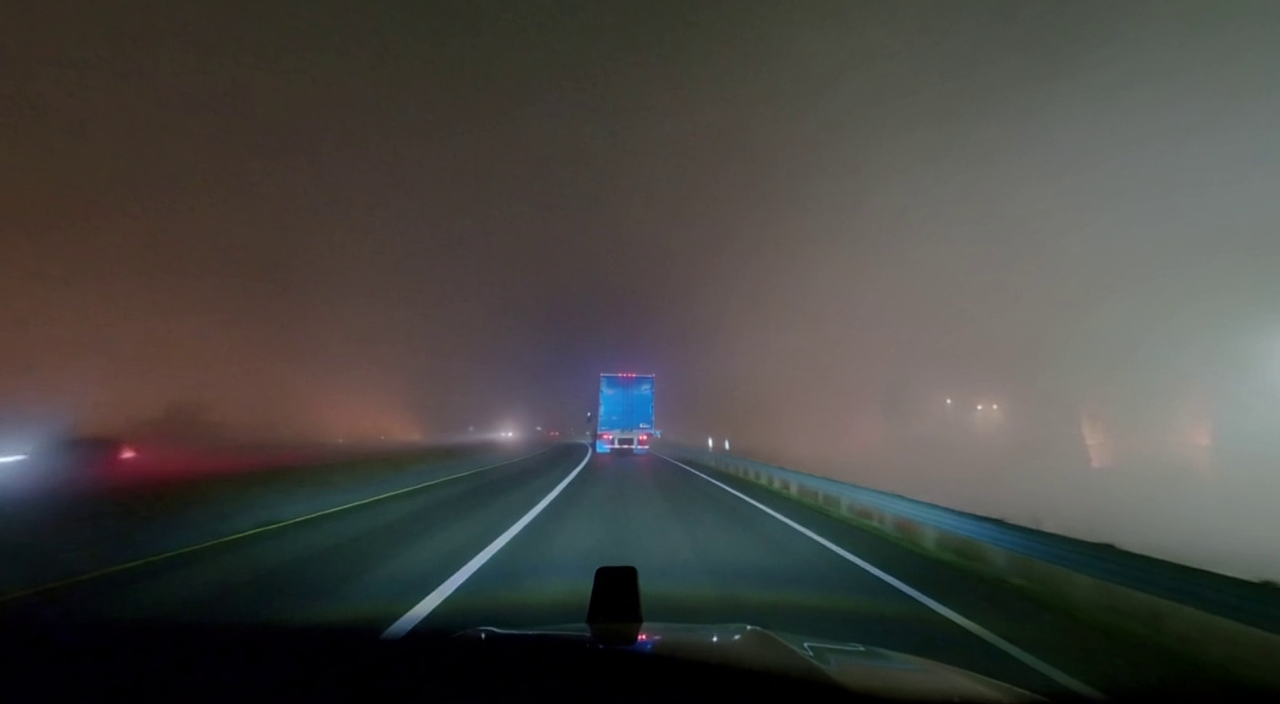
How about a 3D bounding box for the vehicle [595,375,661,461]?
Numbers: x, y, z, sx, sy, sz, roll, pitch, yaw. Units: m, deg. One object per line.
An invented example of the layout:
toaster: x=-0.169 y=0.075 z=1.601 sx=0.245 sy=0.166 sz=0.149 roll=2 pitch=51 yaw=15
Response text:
vehicle: x=-0.751 y=3.760 z=34.422 sx=3.023 sy=3.965 sz=10.402 roll=0 pitch=-8 yaw=-2
